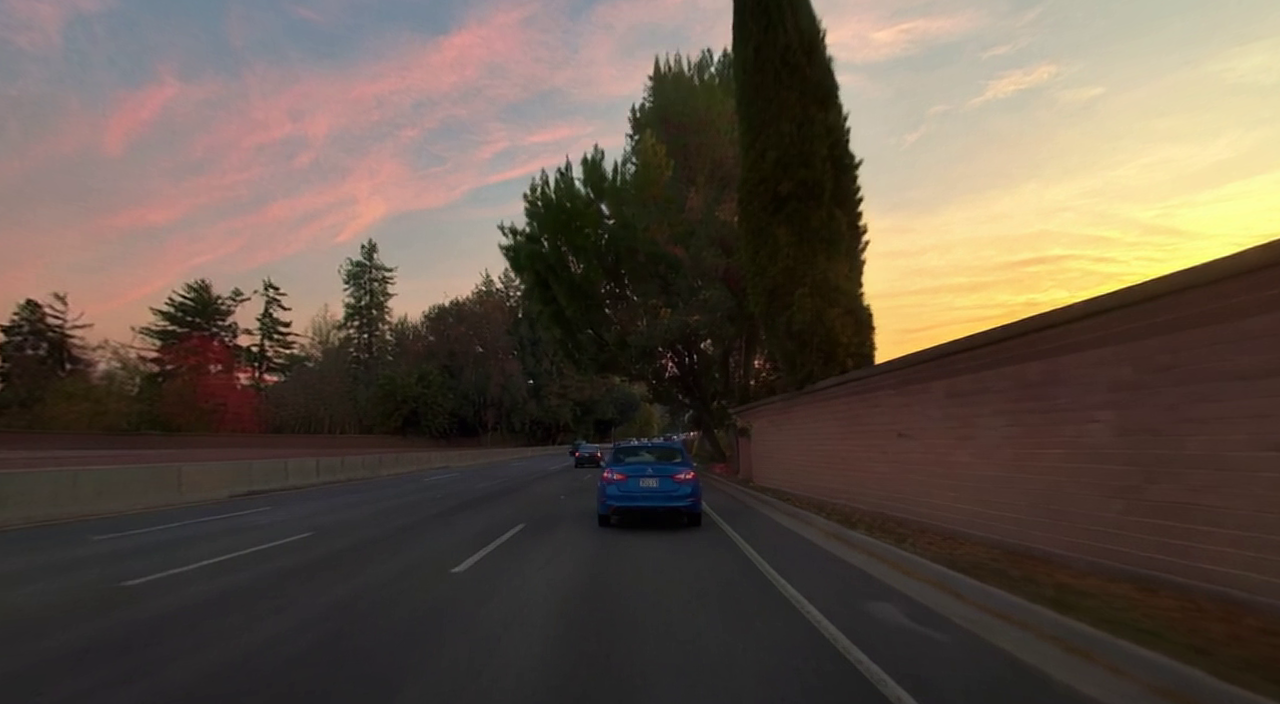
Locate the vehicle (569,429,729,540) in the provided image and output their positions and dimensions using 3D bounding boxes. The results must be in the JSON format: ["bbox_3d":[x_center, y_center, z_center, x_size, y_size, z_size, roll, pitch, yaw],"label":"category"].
[{"bbox_3d":[0.078,2.138,10.888,2.205,1.509,4.272,0,-8,-1],"label":"vehicle"}]
